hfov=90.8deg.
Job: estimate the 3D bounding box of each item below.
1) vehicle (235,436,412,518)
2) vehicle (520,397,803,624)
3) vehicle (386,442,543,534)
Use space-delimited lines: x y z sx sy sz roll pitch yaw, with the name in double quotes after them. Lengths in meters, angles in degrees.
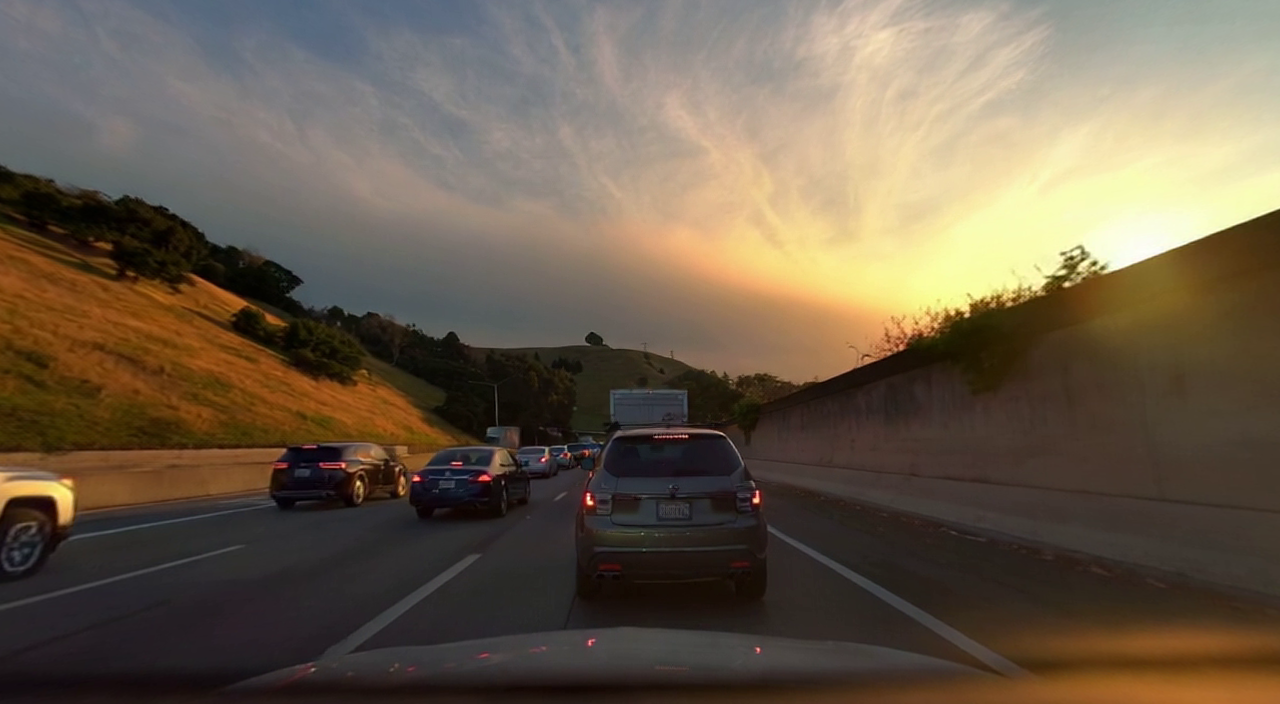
-7.506 2.981 15.602 1.986 1.700 4.558 0 -9 0 "vehicle"
0.129 1.647 7.670 2.210 1.760 5.303 0 -9 -1 "vehicle"
-3.234 2.574 12.535 1.917 1.506 3.949 0 -9 1 "vehicle"
